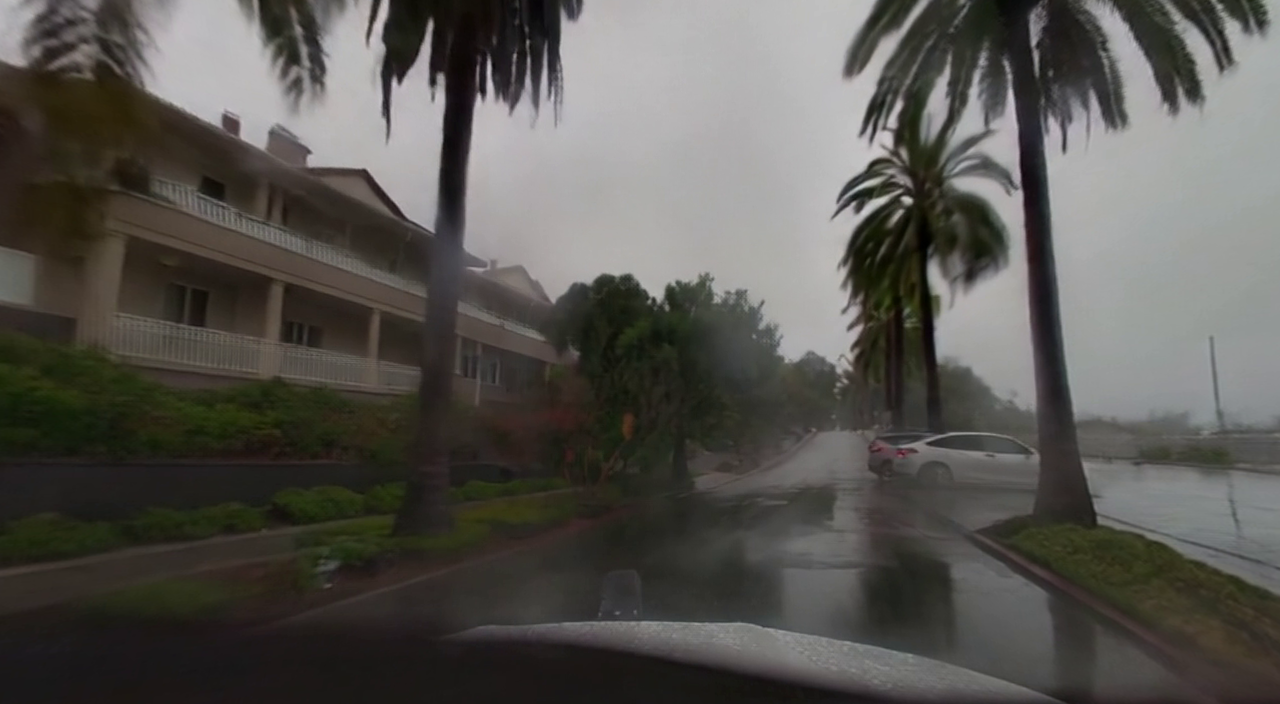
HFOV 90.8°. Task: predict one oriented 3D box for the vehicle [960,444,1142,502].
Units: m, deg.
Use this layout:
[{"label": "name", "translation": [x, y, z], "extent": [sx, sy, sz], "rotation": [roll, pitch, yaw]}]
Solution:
[{"label": "vehicle", "translation": [11.836, 3.518, 18.600], "extent": [4.195, 1.446, 1.979], "rotation": [-3, -11, 25]}]
